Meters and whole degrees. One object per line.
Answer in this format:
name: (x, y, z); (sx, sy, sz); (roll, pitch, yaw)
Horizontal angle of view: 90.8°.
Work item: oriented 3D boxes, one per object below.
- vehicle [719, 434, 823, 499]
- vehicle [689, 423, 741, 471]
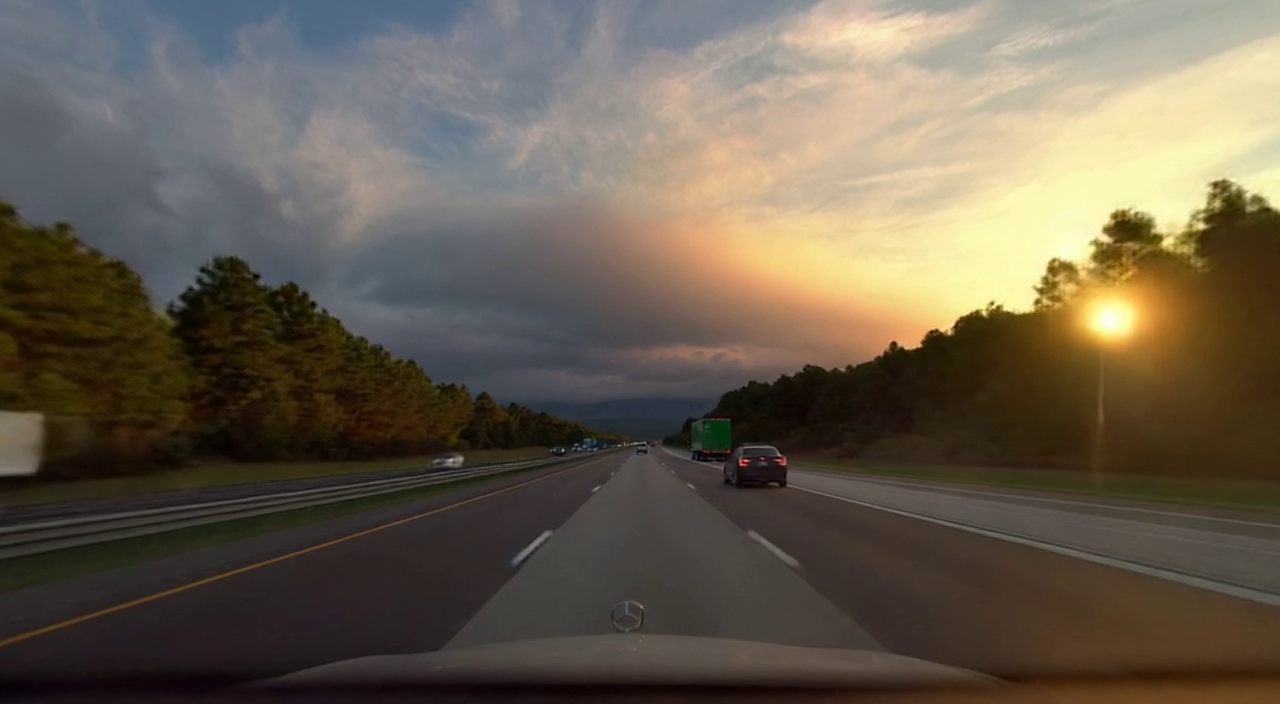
vehicle: (3.504, 3.154, 17.716); (2.019, 1.601, 3.953); (0, -9, 0)
vehicle: (4.283, 5.567, 36.978); (2.300, 2.564, 5.643); (0, -9, -1)
